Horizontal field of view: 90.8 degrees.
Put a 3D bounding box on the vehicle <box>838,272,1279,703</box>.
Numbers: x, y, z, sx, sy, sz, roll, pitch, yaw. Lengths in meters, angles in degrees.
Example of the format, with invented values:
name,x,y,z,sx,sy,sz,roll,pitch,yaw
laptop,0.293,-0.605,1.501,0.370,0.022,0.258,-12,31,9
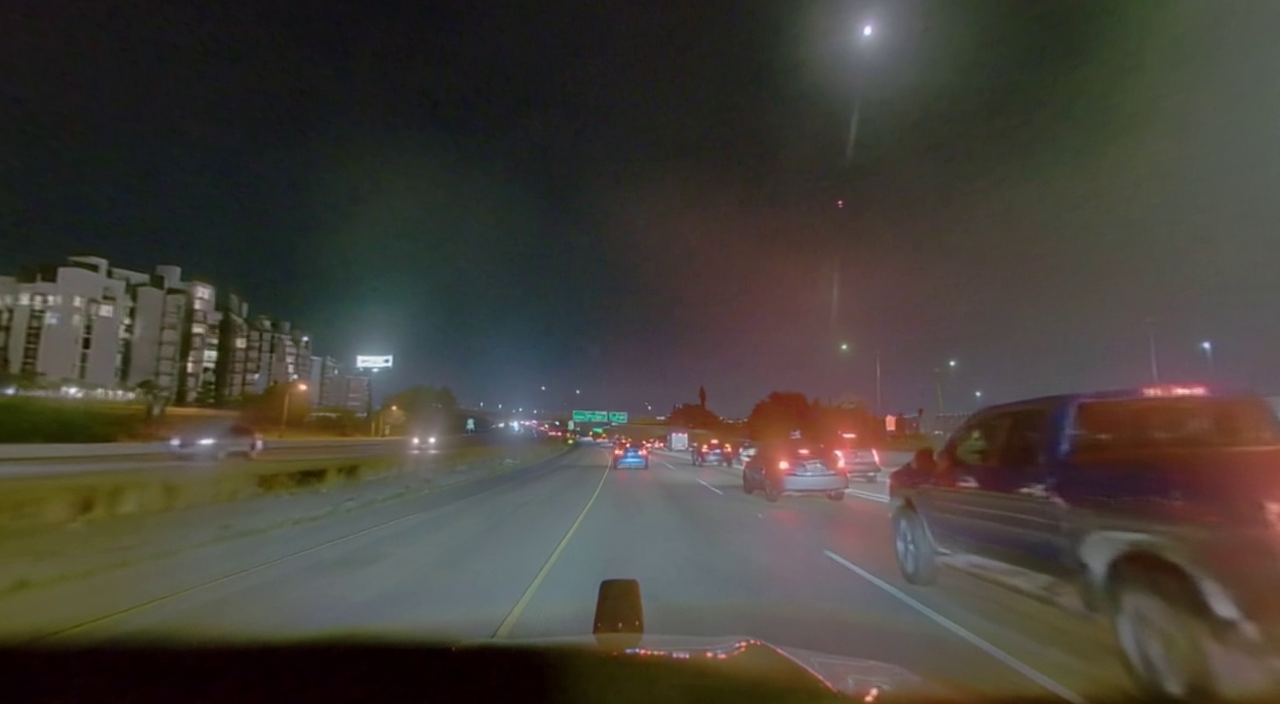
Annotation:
name,x,y,z,sx,sy,sz,roll,pitch,yaw
vehicle,4.036,0.990,4.638,2.747,2.061,7.011,0,-8,-1

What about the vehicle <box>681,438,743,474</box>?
name,x,y,z,sx,sy,sz,roll,pitch,yaw
vehicle,3.217,4.749,29.059,2.057,1.517,4.538,0,-8,-4

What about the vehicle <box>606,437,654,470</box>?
name,x,y,z,sx,sy,sz,roll,pitch,yaw
vehicle,-0.583,5.130,32.070,2.266,1.549,3.978,0,-8,-3

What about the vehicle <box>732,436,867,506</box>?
name,x,y,z,sx,sy,sz,roll,pitch,yaw
vehicle,3.747,2.885,15.905,1.923,1.462,4.895,0,-8,-3

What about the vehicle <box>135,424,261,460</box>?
name,x,y,z,sx,sy,sz,roll,pitch,yaw
vehicle,-19.291,3.989,27.928,2.170,1.464,4.896,0,-8,-2
